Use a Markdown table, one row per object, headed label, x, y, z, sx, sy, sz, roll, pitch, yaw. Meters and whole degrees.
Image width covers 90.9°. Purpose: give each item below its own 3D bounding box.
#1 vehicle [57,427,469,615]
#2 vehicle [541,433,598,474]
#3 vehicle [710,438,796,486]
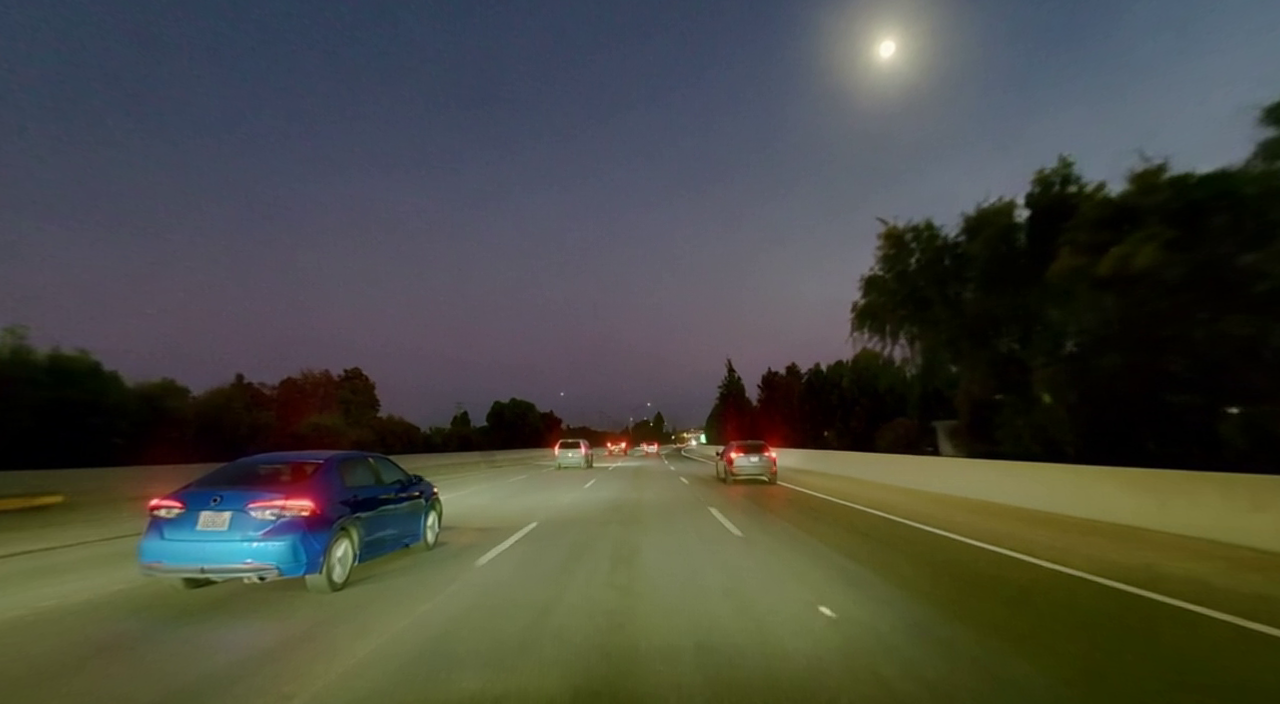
| label | x | y | z | sx | sy | sz | roll | pitch | yaw |
| --- | --- | --- | --- | --- | --- | --- | --- | --- | --- |
| vehicle | -3.625 | 1.677 | 7.308 | 1.948 | 1.475 | 4.461 | 0 | -8 | 1 |
| vehicle | -3.369 | 4.982 | 31.079 | 2.122 | 1.847 | 4.696 | 0 | -8 | 2 |
| vehicle | 3.751 | 3.761 | 21.841 | 2.100 | 1.472 | 4.533 | 0 | -8 | -1 |
